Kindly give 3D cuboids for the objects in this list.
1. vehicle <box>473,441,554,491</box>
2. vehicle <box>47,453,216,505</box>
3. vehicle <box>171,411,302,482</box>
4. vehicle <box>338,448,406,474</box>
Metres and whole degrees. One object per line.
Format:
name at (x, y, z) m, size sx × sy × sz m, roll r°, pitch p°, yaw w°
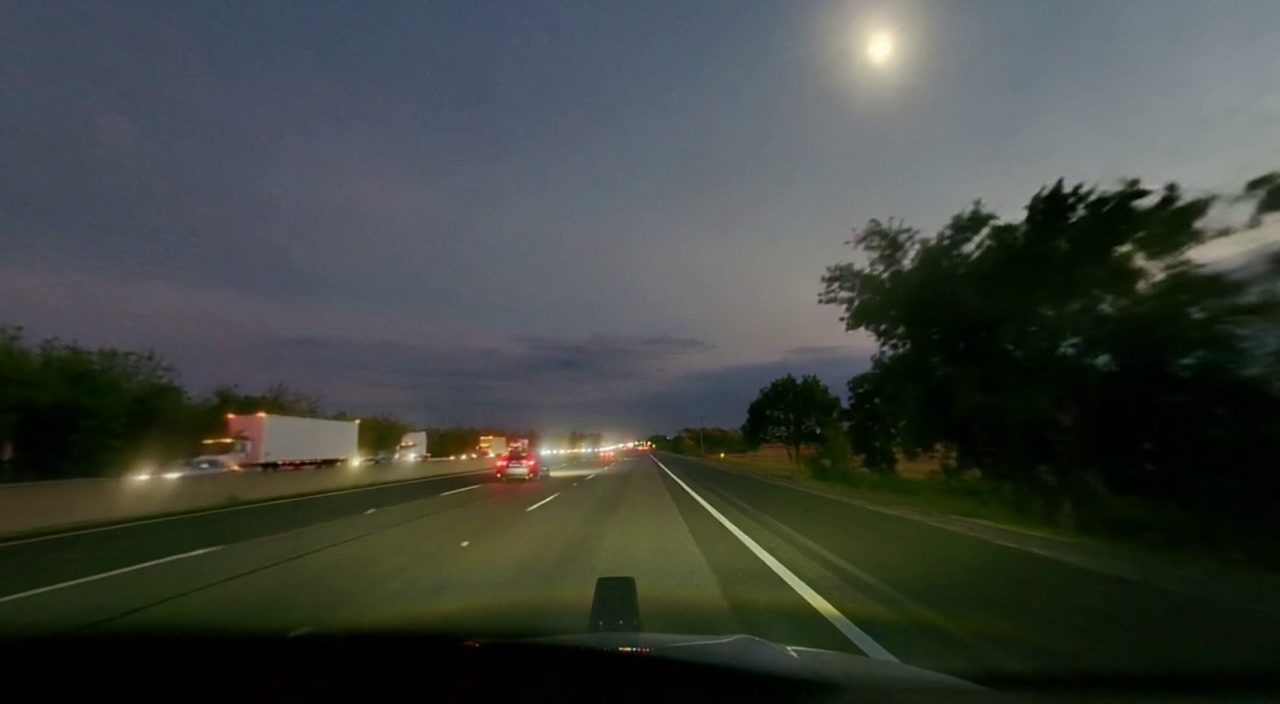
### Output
vehicle at (-4.236, 3.894, 21.811) m, size 1.954 × 1.541 × 4.079 m, roll 0°, pitch -9°, yaw 0°
vehicle at (-15.719, 3.902, 19.862) m, size 1.828 × 1.403 × 4.196 m, roll 0°, pitch -9°, yaw 0°
vehicle at (-23.510, 5.587, 37.302) m, size 3.382 × 3.837 × 6.276 m, roll 0°, pitch -9°, yaw 0°
vehicle at (-16.054, 6.532, 38.029) m, size 2.078 × 1.493 × 4.427 m, roll 0°, pitch -9°, yaw 1°
